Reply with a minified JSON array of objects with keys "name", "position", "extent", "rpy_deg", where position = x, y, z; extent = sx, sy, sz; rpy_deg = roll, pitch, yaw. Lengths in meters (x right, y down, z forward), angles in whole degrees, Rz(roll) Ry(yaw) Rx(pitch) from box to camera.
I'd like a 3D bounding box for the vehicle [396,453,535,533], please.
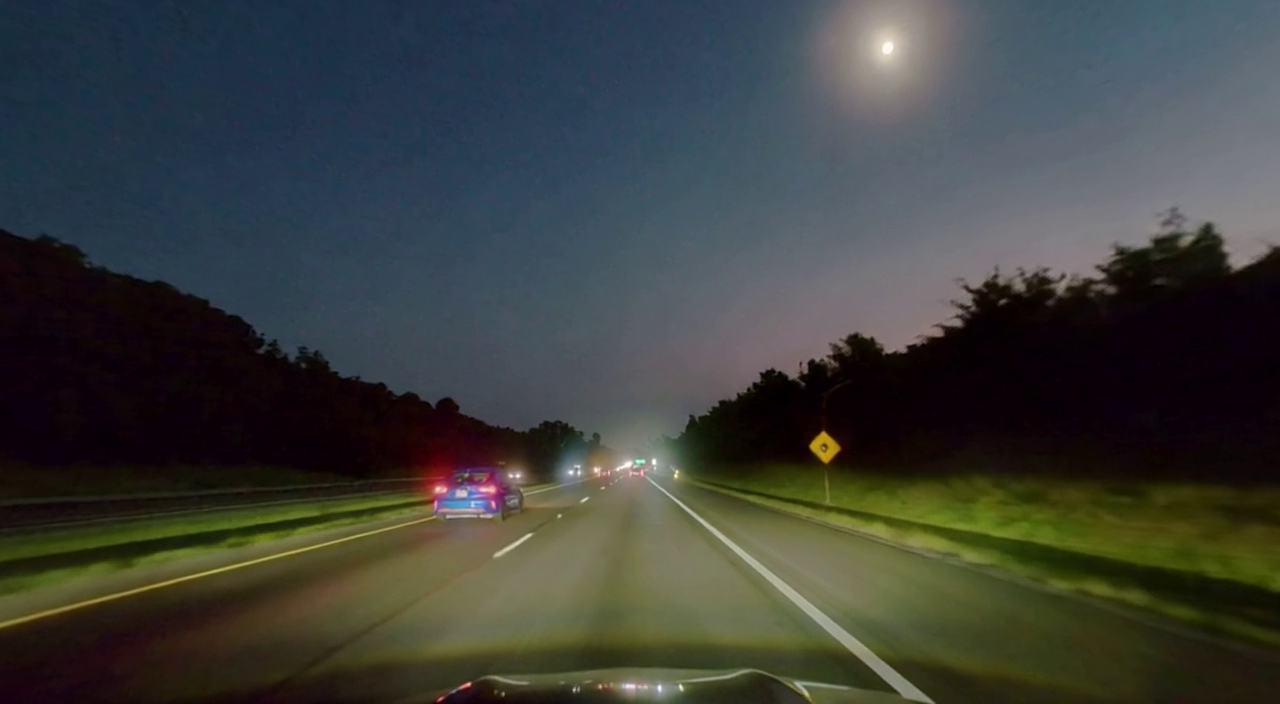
[{"name":"vehicle","position":[-3.817,3.192,14.624],"extent":[2.017,1.516,4.041],"rpy_deg":[1,-11,1]}]
